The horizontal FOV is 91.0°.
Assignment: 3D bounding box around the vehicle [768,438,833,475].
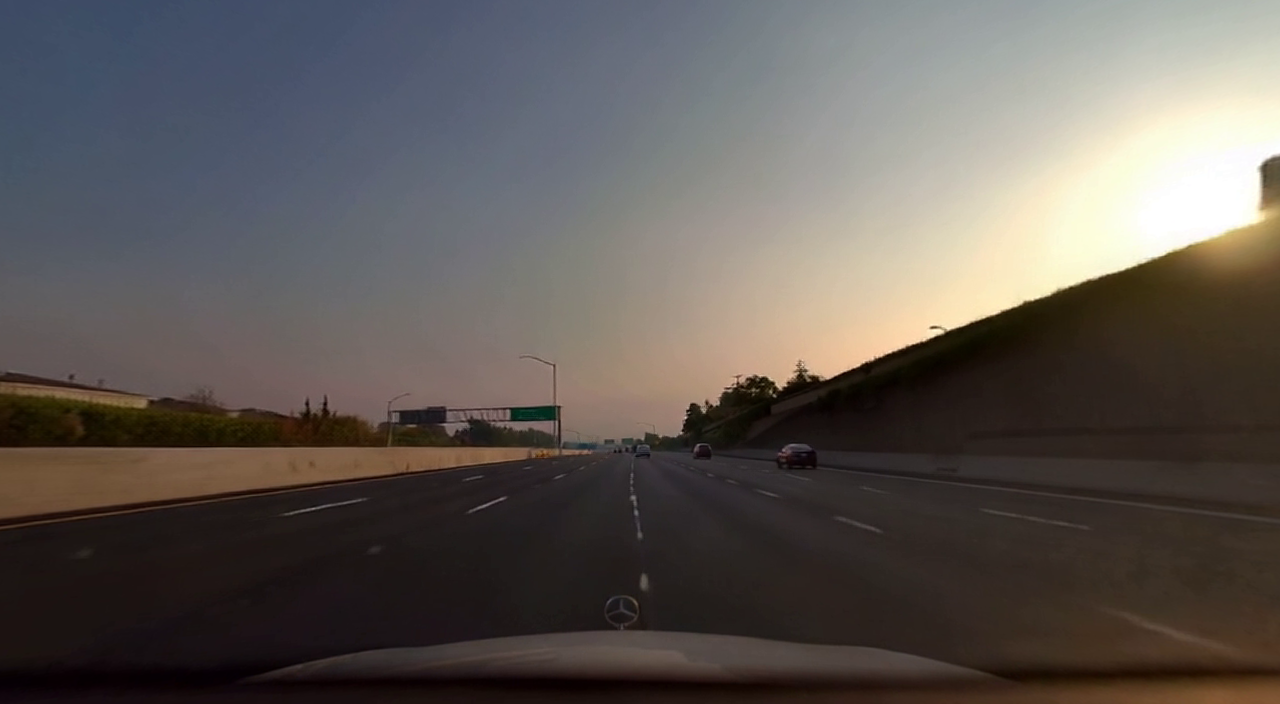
[{"bbox_3d":[8.303,5.442,33.053,2.167,1.781,4.340,0,-9,-1],"label":"vehicle"}]
